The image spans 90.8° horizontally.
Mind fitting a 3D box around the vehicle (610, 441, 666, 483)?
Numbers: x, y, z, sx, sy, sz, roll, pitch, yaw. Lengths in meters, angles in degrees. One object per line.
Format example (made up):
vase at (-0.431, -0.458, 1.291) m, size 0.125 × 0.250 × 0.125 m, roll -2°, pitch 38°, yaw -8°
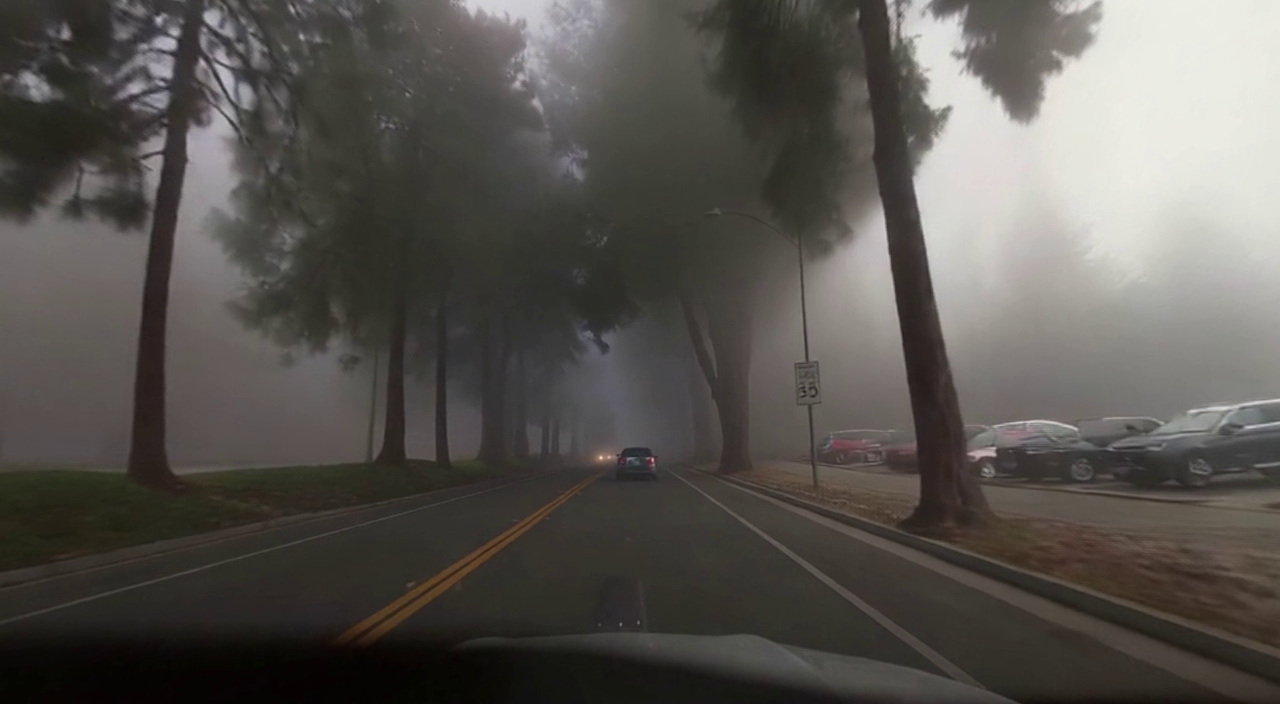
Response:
vehicle at (-0.053, 4.551, 26.546) m, size 2.152 × 1.574 × 4.223 m, roll -1°, pitch -8°, yaw 1°
